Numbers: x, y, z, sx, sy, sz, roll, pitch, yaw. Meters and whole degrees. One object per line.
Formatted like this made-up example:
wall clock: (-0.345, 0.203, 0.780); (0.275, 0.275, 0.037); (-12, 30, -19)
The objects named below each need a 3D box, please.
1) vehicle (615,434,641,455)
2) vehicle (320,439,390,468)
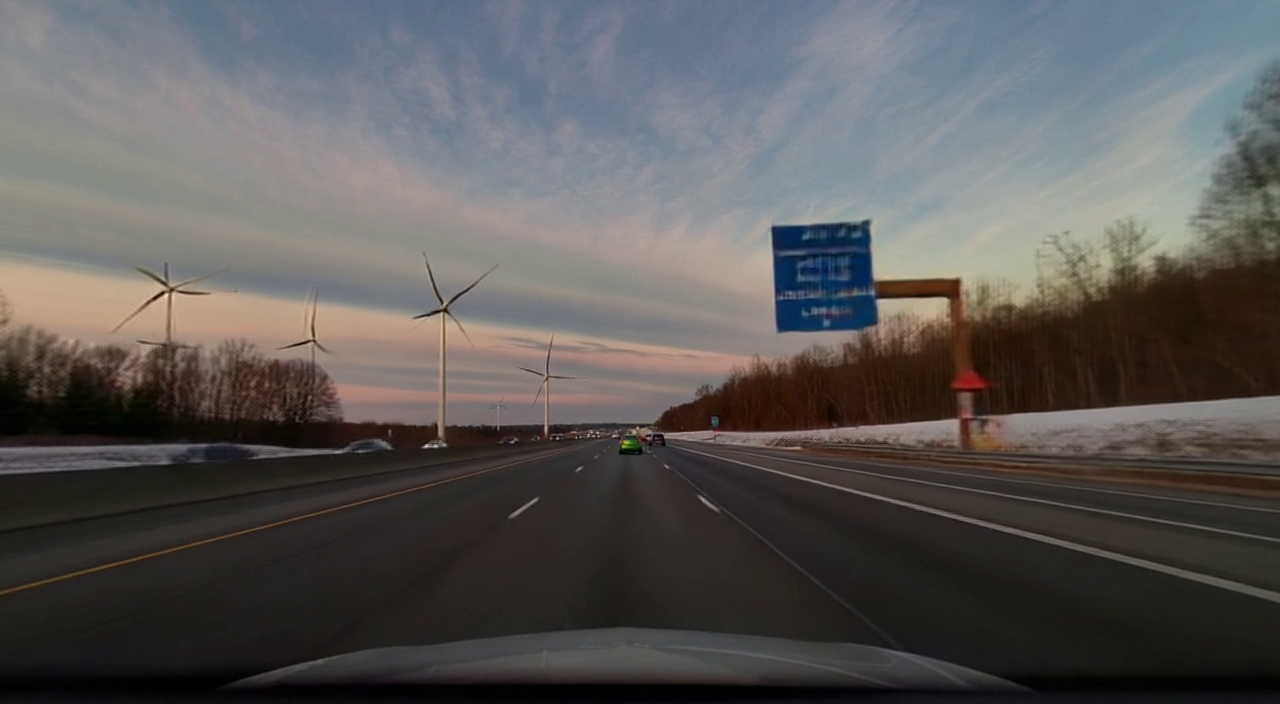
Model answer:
vehicle: (-0.916, 6.945, 47.325); (1.892, 1.496, 3.575); (0, -8, -2)
vehicle: (-16.580, 5.891, 36.861); (1.917, 1.534, 4.822); (0, -8, 0)
